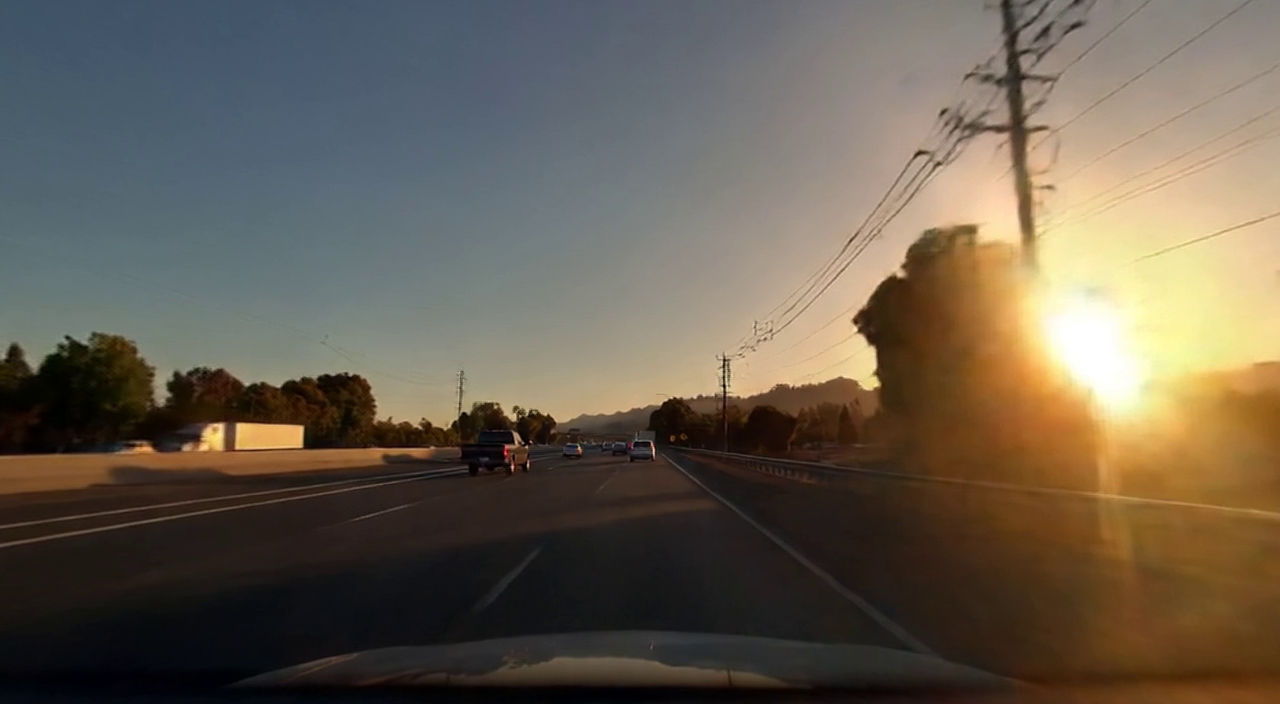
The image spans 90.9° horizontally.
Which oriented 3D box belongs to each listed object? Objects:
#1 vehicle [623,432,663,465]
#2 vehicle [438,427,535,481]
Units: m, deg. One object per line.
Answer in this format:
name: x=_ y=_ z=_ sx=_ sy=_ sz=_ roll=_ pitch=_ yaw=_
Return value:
vehicle: x=0.254 y=6.353 z=41.591 sx=2.448 sy=2.025 sz=5.193 roll=0 pitch=-8 yaw=1
vehicle: x=-6.312 y=4.306 z=27.000 sx=2.460 sy=1.992 sz=6.474 roll=0 pitch=-8 yaw=0
